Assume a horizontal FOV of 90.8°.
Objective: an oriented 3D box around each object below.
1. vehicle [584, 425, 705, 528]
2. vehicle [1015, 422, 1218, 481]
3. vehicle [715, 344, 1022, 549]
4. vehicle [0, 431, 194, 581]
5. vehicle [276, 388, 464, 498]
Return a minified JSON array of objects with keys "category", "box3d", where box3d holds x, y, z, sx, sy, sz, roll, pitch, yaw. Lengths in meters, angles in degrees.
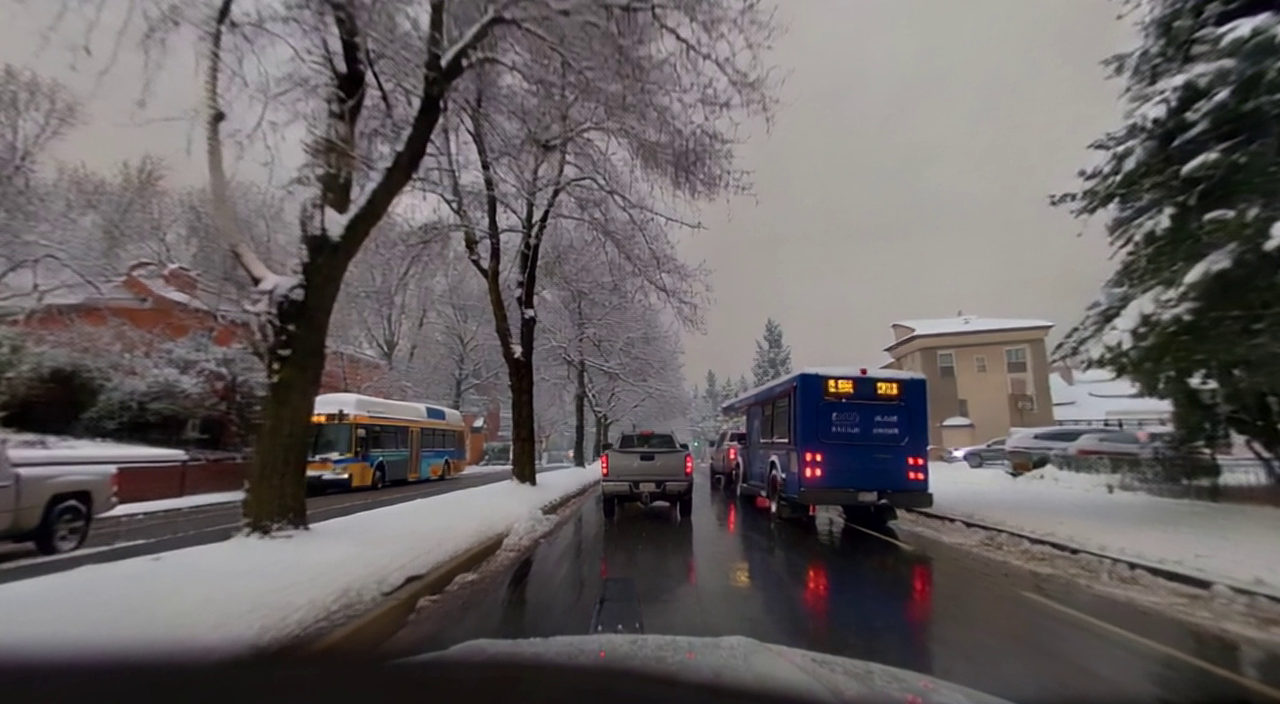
[{"category":"vehicle","box3d":[0.050,2.648,14.178,2.157,1.816,5.804,0,-8,-1]},{"category":"vehicle","box3d":[14.456,3.053,19.401,4.452,1.554,2.158,-2,-9,-1]},{"category":"vehicle","box3d":[4.020,2.156,14.727,3.088,3.057,10.503,0,-8,-1]},{"category":"vehicle","box3d":[-8.476,1.909,8.125,2.028,1.728,4.630,0,-8,1]},{"category":"vehicle","box3d":[-11.672,4.260,29.580,2.996,4.022,12.692,0,-8,1]}]
